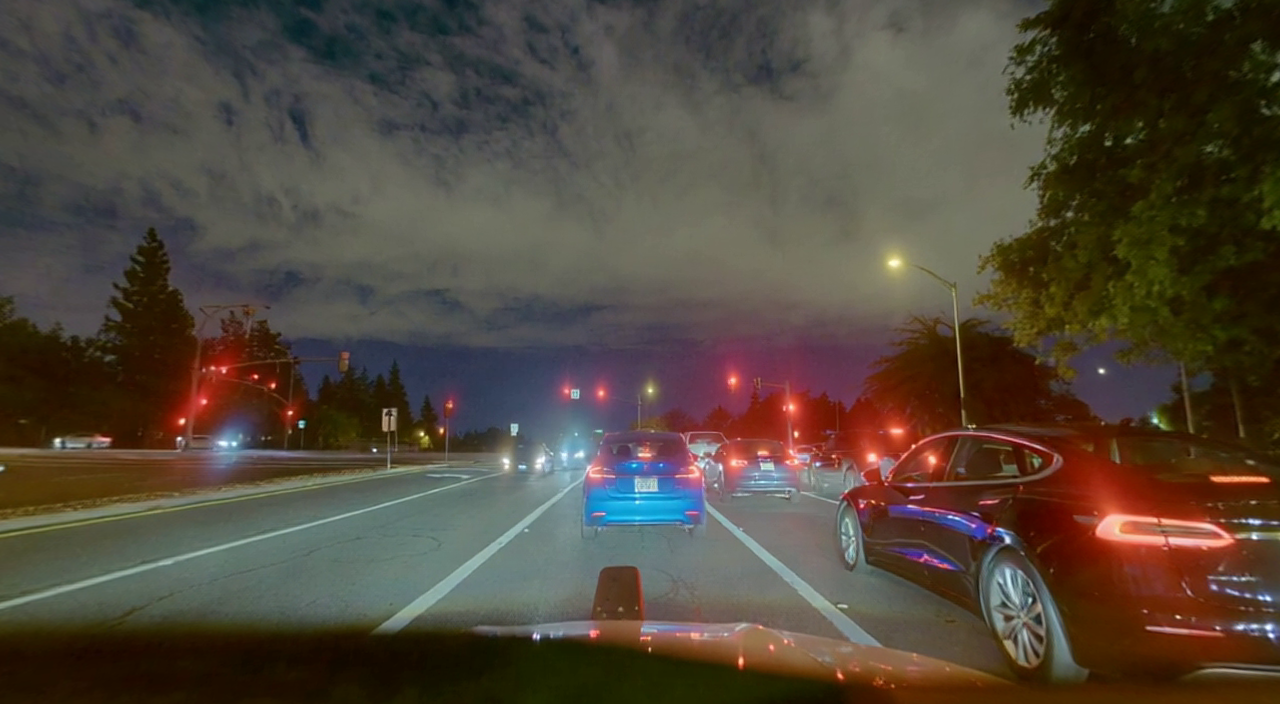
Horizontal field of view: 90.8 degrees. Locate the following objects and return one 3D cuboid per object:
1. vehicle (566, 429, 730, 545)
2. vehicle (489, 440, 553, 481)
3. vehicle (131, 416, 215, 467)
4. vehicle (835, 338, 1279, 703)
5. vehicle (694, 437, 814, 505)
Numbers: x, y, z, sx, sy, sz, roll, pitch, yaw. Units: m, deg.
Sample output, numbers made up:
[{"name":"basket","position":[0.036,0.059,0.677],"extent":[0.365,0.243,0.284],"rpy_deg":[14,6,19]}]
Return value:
[{"name":"vehicle","position":[0.026,2.081,10.461],"extent":[2.147,1.499,4.240],"rpy_deg":[0,-8,-2]},{"name":"vehicle","position":[-4.639,4.283,25.241],"extent":[1.972,1.457,4.171],"rpy_deg":[0,-8,-4]},{"name":"vehicle","position":[-29.253,5.618,39.703],"extent":[2.608,2.990,3.026],"rpy_deg":[2,-8,3]},{"name":"vehicle","position":[3.179,1.106,4.304],"extent":[2.167,1.676,4.443],"rpy_deg":[0,-8,-1]},{"name":"vehicle","position":[2.692,2.931,16.026],"extent":[2.058,1.466,4.208],"rpy_deg":[0,-8,-3]}]
